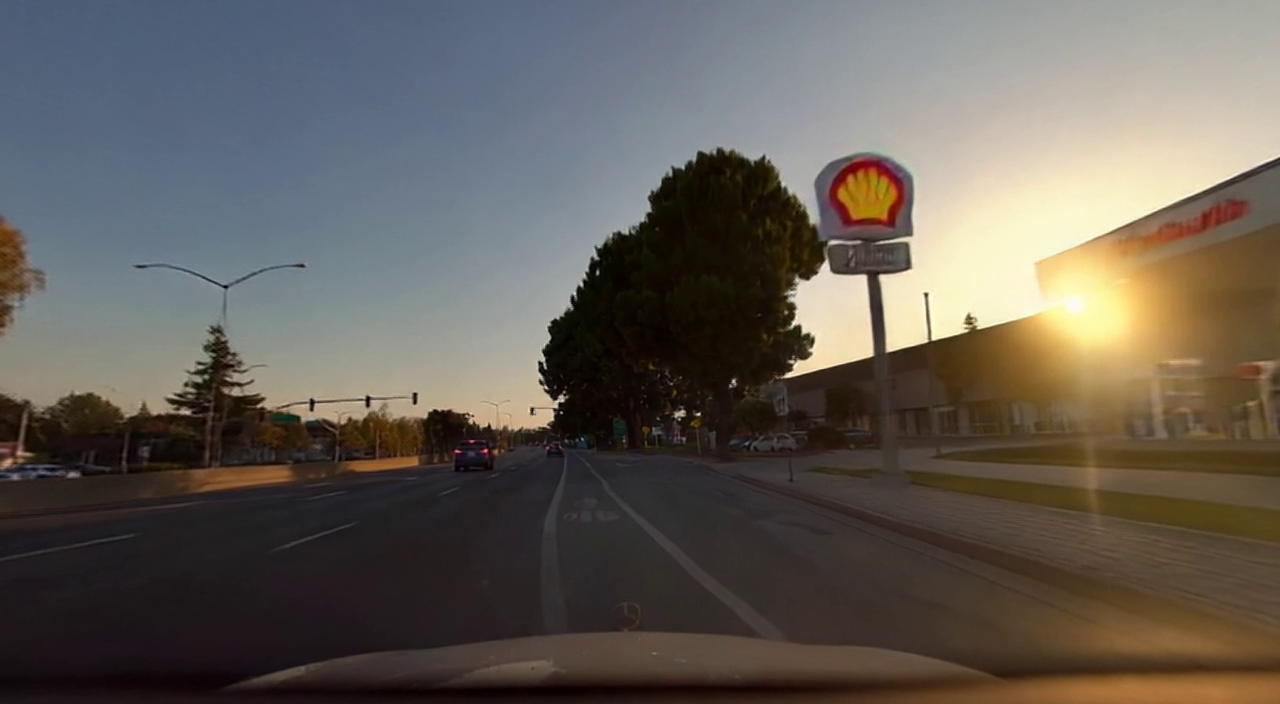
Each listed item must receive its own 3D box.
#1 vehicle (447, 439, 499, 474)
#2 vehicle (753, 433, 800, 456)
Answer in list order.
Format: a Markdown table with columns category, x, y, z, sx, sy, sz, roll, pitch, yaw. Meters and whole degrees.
| category | x | y | z | sx | sy | sz | roll | pitch | yaw |
| --- | --- | --- | --- | --- | --- | --- | --- | --- | --- |
| vehicle | -9.128 | 5.743 | 34.867 | 1.985 | 1.772 | 4.479 | 0 | -9 | -5 |
| vehicle | 9.660 | 6.597 | 45.050 | 2.076 | 1.505 | 4.770 | -1 | -8 | -2 |
